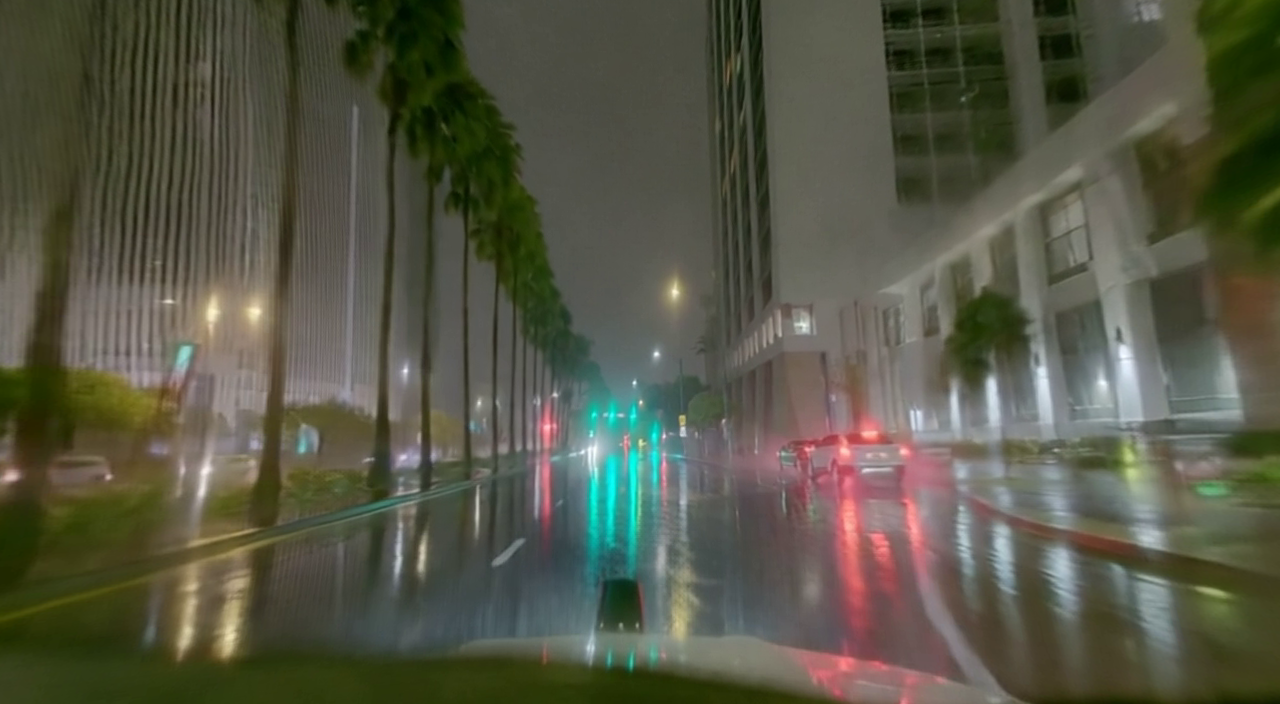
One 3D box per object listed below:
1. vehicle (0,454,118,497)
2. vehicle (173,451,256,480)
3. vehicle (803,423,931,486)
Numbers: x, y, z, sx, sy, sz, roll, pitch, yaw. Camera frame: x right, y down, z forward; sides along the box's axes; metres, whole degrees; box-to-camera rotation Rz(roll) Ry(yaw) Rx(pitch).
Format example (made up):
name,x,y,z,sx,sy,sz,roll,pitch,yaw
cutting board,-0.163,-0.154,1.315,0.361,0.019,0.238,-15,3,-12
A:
name,x,y,z,sx,sy,sz,roll,pitch,yaw
vehicle,-24.476,4.984,25.837,1.905,1.496,4.960,-1,-8,1
vehicle,-24.662,6.564,36.831,1.801,1.444,4.640,0,-8,-3
vehicle,6.936,3.200,19.904,2.225,1.727,4.418,0,-8,-2
